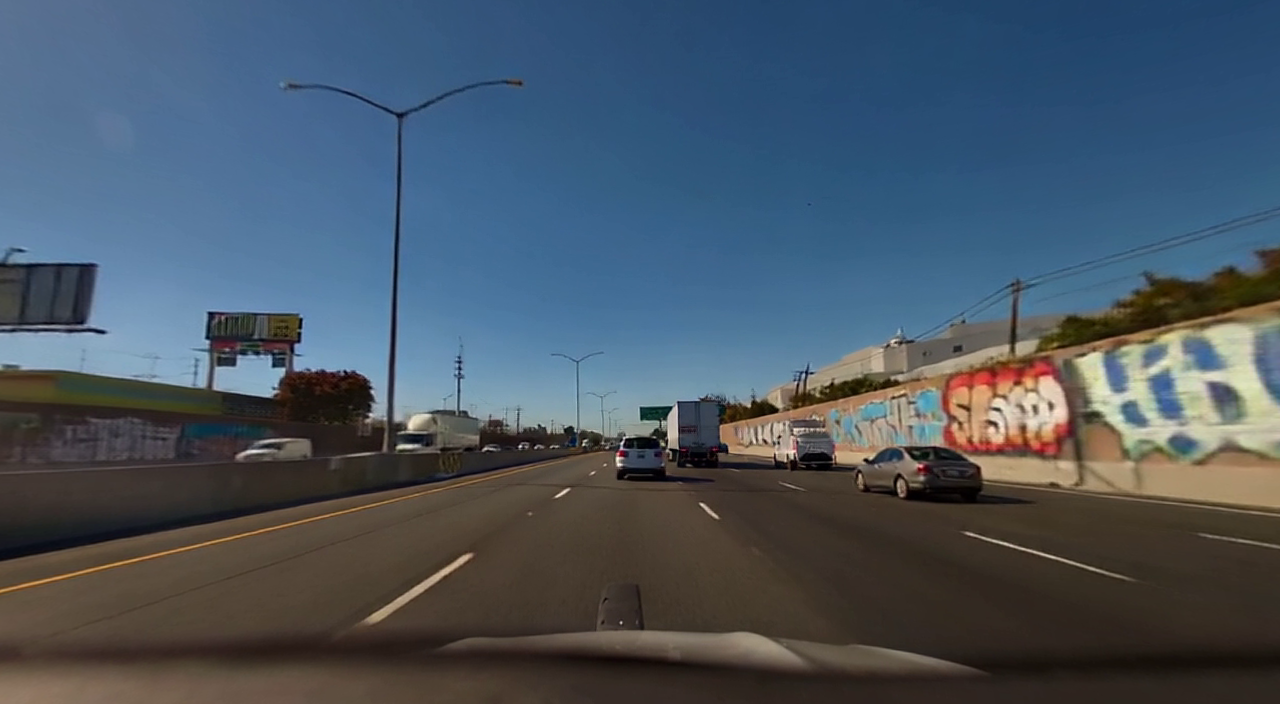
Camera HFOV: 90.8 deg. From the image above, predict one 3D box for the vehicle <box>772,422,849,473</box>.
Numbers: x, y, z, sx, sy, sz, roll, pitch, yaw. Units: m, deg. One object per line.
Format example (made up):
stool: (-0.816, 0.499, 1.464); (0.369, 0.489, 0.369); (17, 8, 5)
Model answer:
vehicle: (8.687, 4.983, 32.877); (2.322, 2.360, 6.433); (0, -9, 1)

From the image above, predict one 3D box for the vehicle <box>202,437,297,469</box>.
vehicle: (-20.628, 5.363, 33.646); (1.972, 1.562, 4.772); (0, -9, 0)

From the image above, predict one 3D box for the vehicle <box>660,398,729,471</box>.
vehicle: (3.036, 5.130, 38.592); (2.976, 3.806, 10.591); (0, -9, -2)

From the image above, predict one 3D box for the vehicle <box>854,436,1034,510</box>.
vehicle: (6.954, 2.800, 15.163); (1.915, 1.476, 4.677); (0, -9, -1)

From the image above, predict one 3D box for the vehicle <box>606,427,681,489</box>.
vehicle: (-0.040, 3.599, 21.648); (2.249, 1.843, 5.176); (0, -9, -3)

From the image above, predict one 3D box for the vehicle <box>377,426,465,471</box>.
vehicle: (-10.591, 4.735, 31.050); (2.470, 1.992, 5.196); (0, -9, 0)
